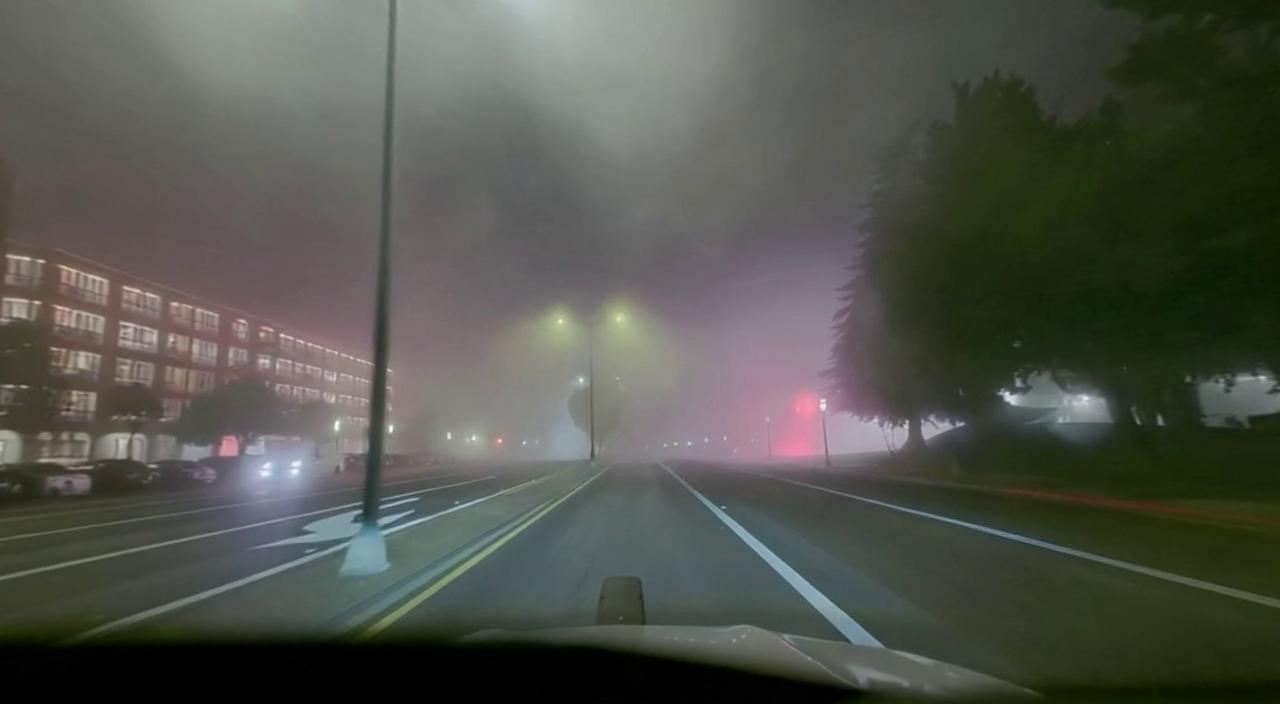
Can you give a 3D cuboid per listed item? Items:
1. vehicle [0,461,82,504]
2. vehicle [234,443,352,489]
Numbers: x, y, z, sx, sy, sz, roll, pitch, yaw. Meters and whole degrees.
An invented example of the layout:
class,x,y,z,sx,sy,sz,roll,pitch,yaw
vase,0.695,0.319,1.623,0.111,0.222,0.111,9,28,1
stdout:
class,x,y,z,sx,sy,sz,roll,pitch,yaw
vehicle,-26.185,5.354,26.041,4.265,1.640,1.935,4,-9,-25
vehicle,-16.214,5.347,30.029,2.288,1.938,5.710,0,-9,1
